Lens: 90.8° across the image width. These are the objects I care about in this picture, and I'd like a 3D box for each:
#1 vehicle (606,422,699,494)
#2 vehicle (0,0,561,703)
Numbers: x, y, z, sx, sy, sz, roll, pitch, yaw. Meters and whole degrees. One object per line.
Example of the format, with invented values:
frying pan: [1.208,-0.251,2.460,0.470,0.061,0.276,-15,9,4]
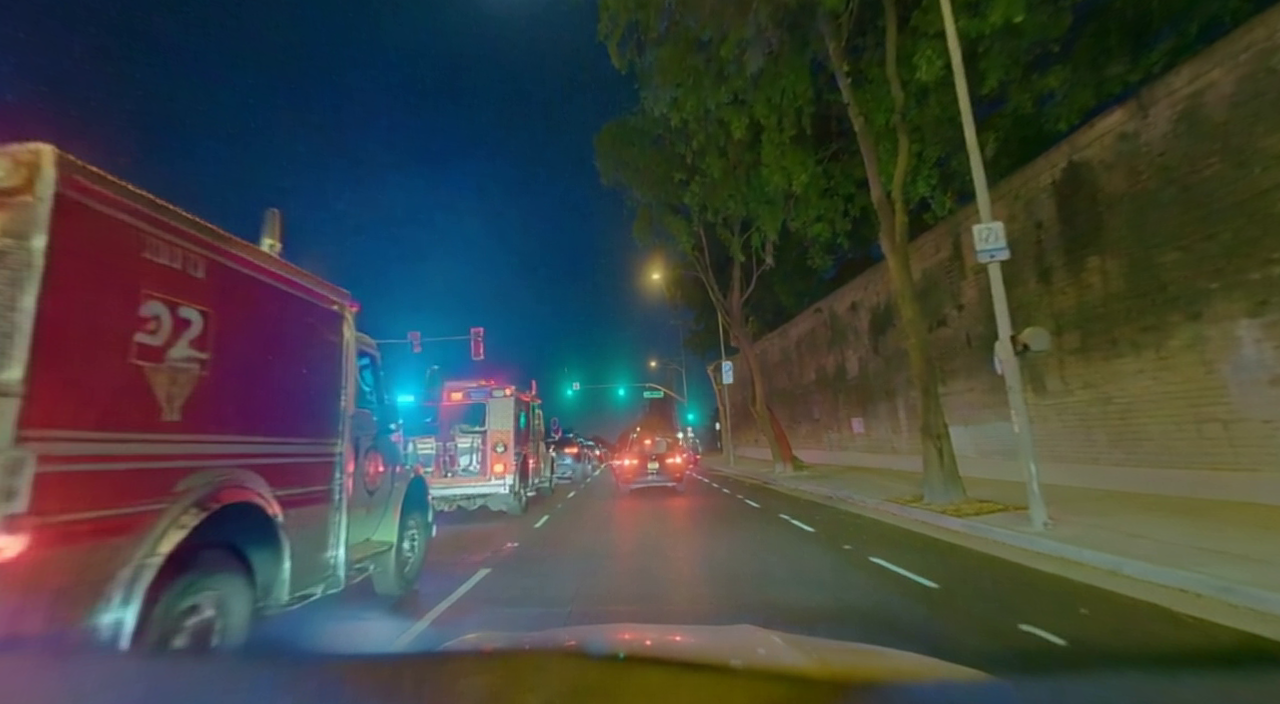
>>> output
vehicle: [0.182,3.114,18.872,2.332,1.831,4.930,0,-8,-4]
vehicle: [-3.593,0.885,8.724,3.631,3.655,12.773,0,-8,-1]
